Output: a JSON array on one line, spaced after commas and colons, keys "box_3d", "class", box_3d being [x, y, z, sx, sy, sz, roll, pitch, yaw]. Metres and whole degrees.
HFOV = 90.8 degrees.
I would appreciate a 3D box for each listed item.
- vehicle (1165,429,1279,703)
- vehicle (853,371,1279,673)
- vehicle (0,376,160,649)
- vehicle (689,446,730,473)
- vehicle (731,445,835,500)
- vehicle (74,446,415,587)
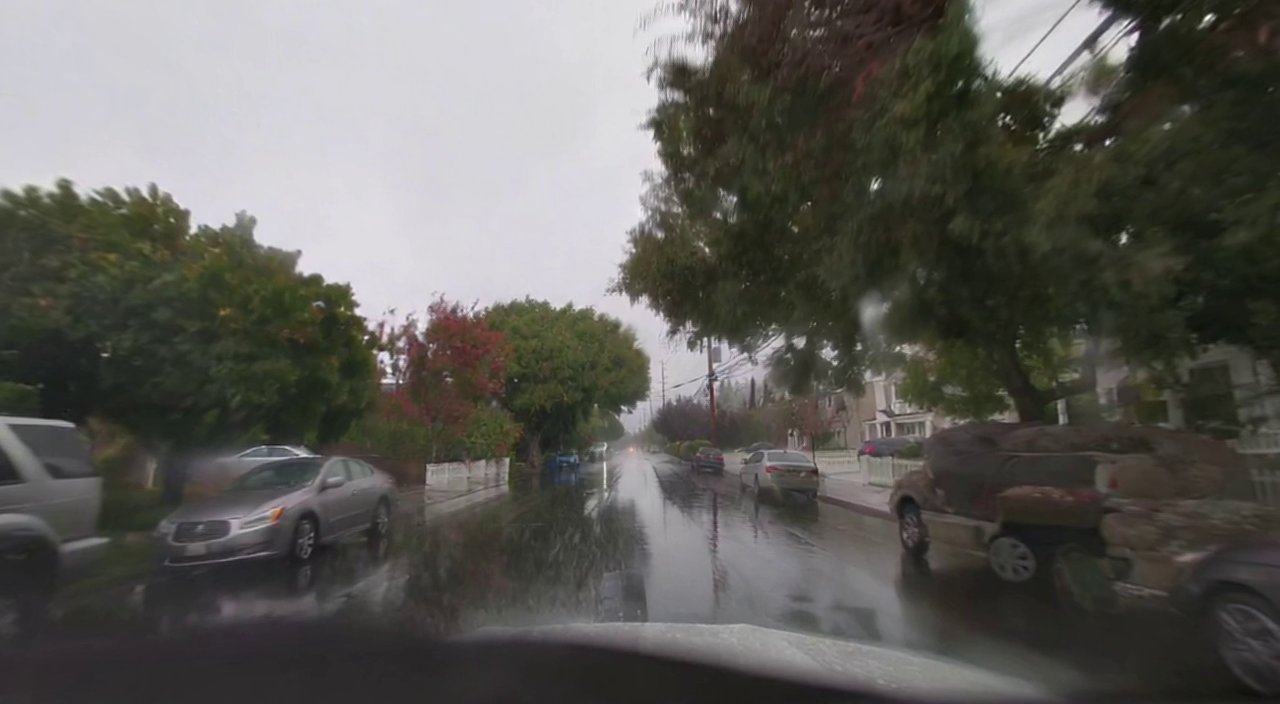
[{"box_3d": [3.993, 0.852, 1.380, 1.776, 1.440, 4.525, 0, -9, 0], "class": "vehicle"}, {"box_3d": [4.201, 1.431, 6.572, 2.105, 1.836, 5.278, 0, -9, 0], "class": "vehicle"}, {"box_3d": [-5.663, 1.102, 3.848, 2.060, 1.987, 4.815, -2, -8, -6], "class": "vehicle"}, {"box_3d": [4.299, 6.726, 39.801, 2.020, 1.558, 3.925, 1, -9, -2], "class": "vehicle"}, {"box_3d": [4.227, 3.644, 19.606, 1.936, 1.464, 5.141, 0, -9, -1], "class": "vehicle"}, {"box_3d": [-5.702, 2.372, 10.364, 2.011, 1.465, 5.686, -3, -8, 0], "class": "vehicle"}]
